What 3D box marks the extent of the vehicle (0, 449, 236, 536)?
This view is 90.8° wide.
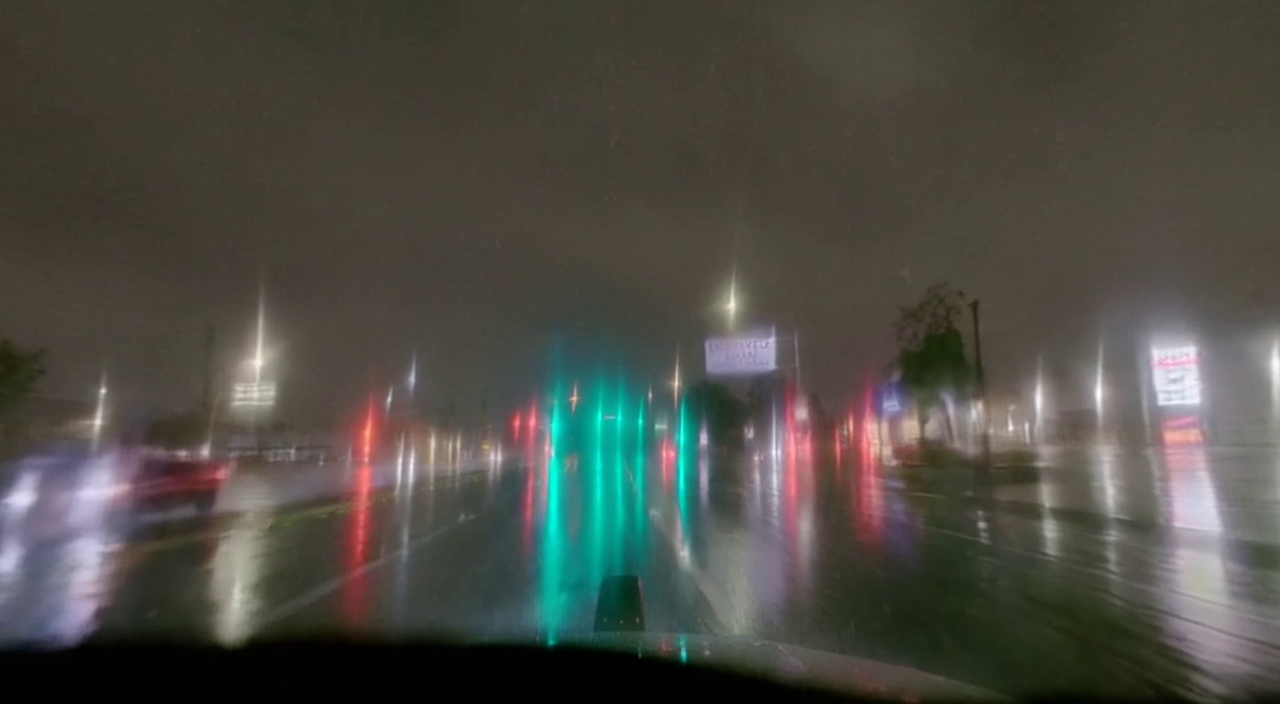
[{"bbox_3d":[-11.011,2.874,13.620,1.893,1.525,4.237,0,-8,-2],"label":"vehicle"}]
